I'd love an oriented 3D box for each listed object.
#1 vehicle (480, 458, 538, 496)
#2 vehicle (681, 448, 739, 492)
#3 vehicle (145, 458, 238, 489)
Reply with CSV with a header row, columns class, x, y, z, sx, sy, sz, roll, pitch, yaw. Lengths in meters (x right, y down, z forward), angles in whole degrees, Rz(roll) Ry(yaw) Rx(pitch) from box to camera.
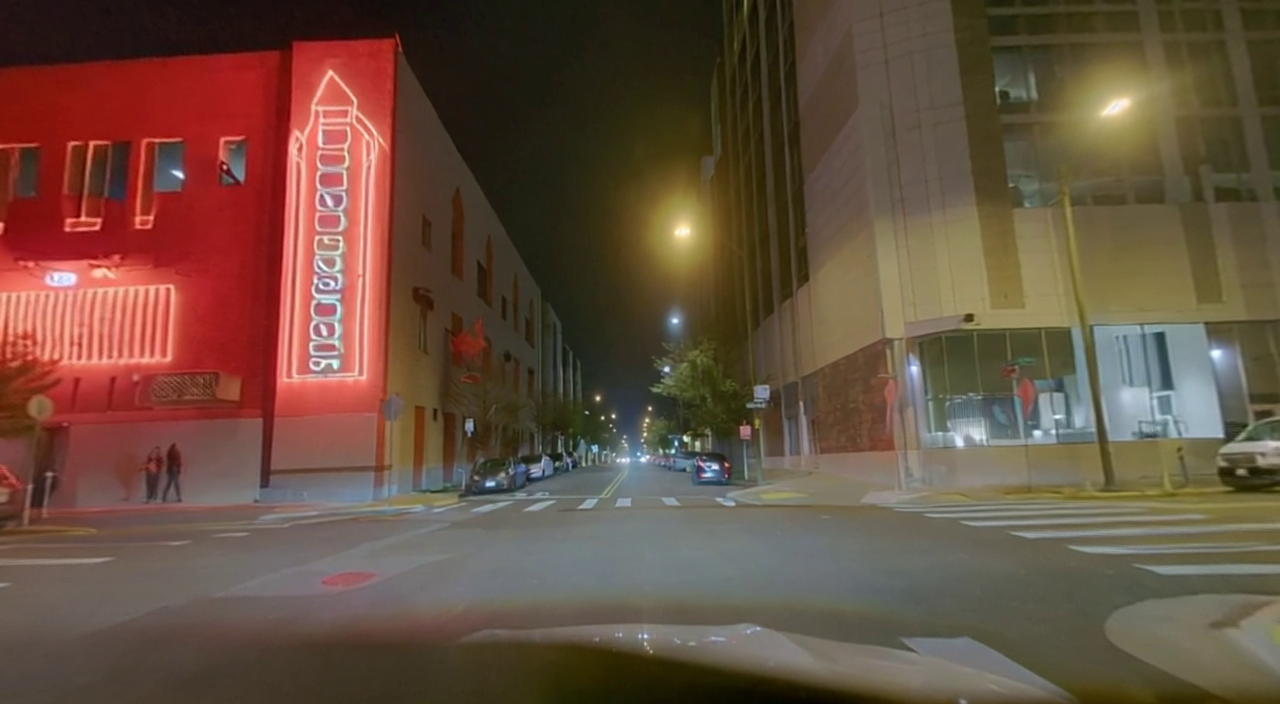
class,x,y,z,sx,sy,sz,roll,pitch,yaw
vehicle,-5.720,5.505,28.072,1.864,1.447,3.887,0,-9,-2
vehicle,2.858,4.938,26.873,1.917,1.680,4.500,0,-9,0
vehicle,-23.776,6.449,33.605,3.618,1.412,1.587,-2,-10,-7
